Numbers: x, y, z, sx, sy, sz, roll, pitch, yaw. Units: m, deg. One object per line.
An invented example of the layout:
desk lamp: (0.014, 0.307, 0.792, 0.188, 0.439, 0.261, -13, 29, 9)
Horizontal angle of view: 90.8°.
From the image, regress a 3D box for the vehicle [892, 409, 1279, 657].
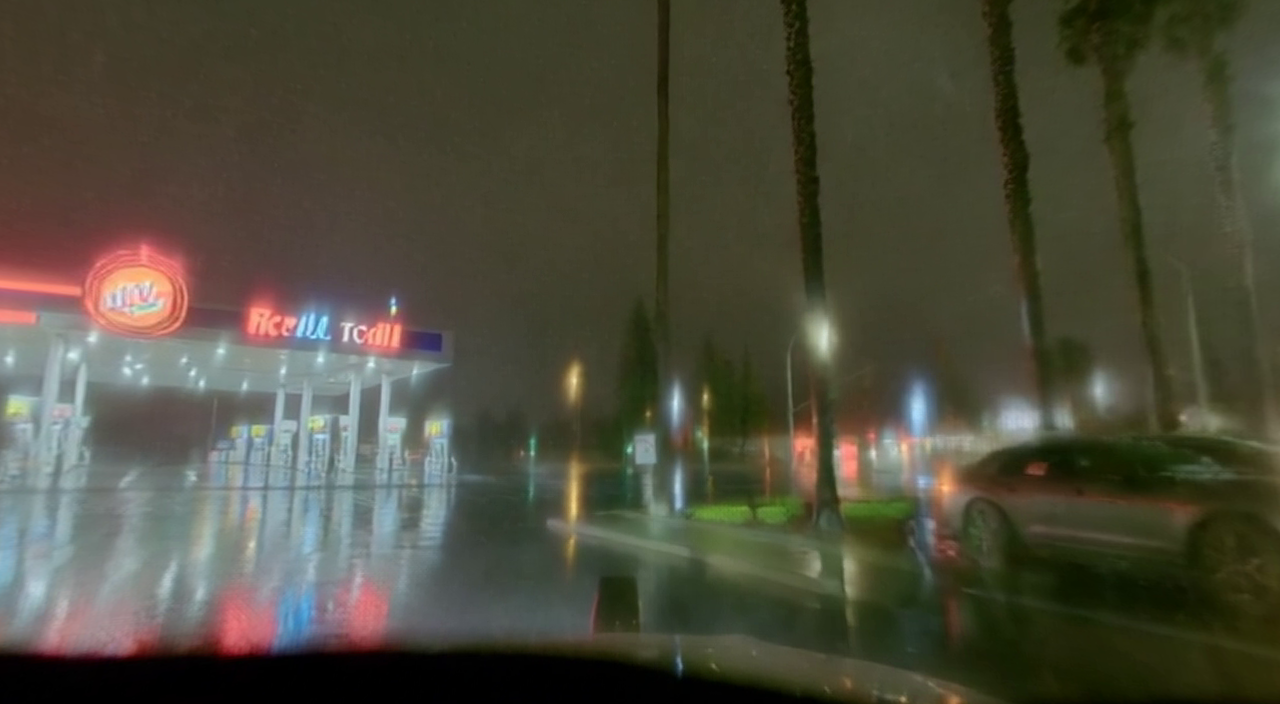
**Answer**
vehicle: (4.511, 1.242, 4.793, 1.937, 1.490, 4.564, 5, -10, -28)
